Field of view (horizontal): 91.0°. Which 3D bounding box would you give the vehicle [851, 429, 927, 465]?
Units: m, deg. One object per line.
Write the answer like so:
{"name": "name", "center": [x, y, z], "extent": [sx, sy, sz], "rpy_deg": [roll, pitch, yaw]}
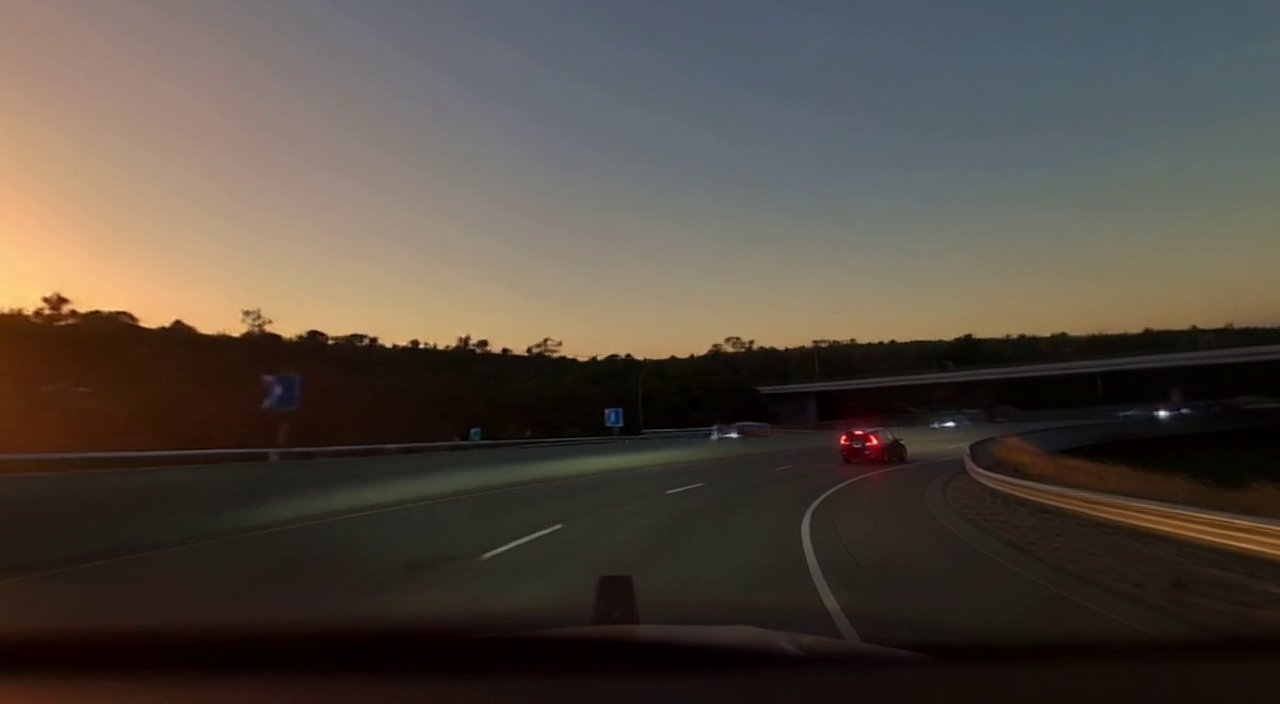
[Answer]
{"name": "vehicle", "center": [11.333, 4.258, 28.486], "extent": [2.028, 1.440, 3.970], "rpy_deg": [-3, -8, 40]}
